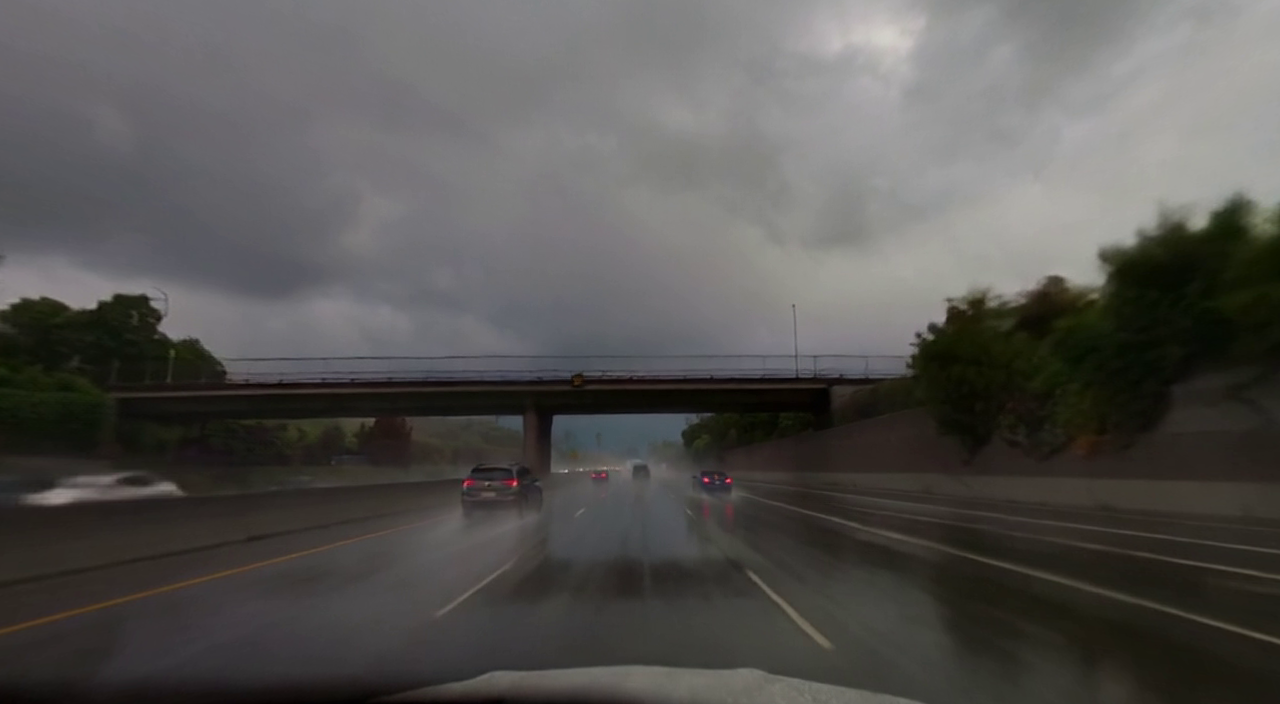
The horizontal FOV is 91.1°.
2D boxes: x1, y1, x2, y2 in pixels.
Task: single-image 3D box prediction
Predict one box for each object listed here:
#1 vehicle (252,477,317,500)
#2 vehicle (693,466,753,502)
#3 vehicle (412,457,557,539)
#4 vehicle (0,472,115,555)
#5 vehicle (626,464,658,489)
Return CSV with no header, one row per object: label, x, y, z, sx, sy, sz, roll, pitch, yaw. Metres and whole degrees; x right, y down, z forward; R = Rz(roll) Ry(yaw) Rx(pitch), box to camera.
vehicle,-25.409,9.743,45.119,1.850,1.430,4.642,0,-10,2
vehicle,3.723,6.032,28.994,2.092,1.518,4.348,1,-10,-1
vehicle,-3.263,3.205,14.227,2.099,1.516,4.308,0,-10,1
vehicle,-12.760,3.022,11.753,1.848,1.467,4.539,0,-10,1
vehicle,0.184,8.924,45.109,2.181,1.698,4.056,0,-10,1
